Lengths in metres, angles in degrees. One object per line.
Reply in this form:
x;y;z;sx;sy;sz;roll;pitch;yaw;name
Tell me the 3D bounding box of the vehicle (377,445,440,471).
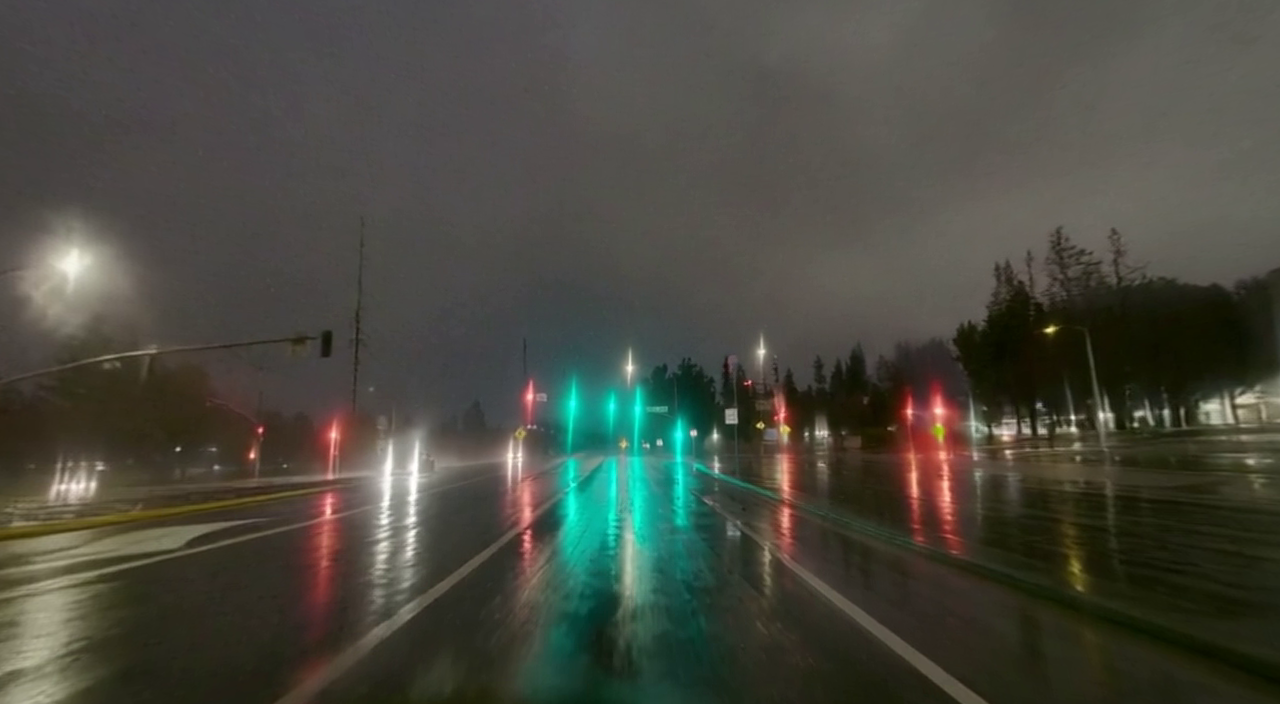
-16.172;7.339;44.033;4.262;1.733;2.024;-7;-11;36;vehicle
